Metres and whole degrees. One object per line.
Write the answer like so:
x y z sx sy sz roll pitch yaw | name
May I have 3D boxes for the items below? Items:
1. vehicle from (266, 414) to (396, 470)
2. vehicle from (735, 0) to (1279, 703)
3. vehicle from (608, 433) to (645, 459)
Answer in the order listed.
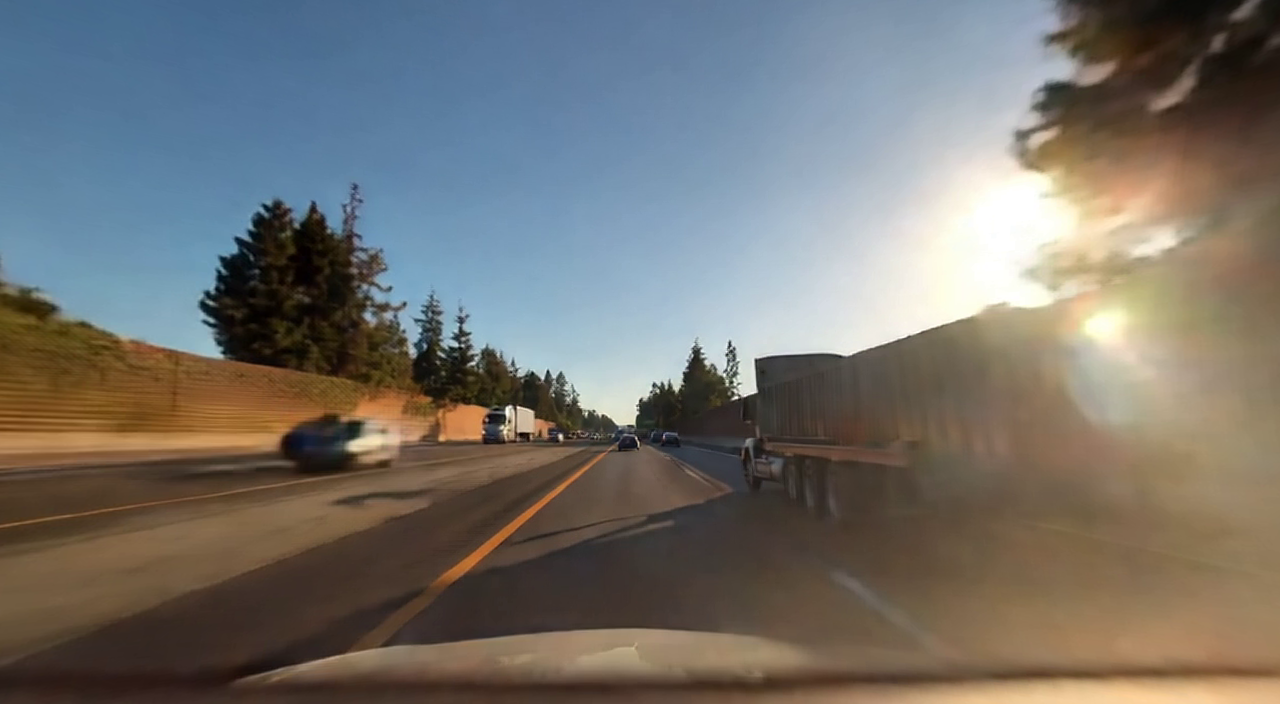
-9.480 2.808 19.777 2.019 1.536 4.191 0 -8 -1 | vehicle
4.228 0.594 9.929 2.953 4.045 13.843 0 -8 -1 | vehicle
-0.811 5.755 38.812 2.119 1.480 4.000 0 -8 -1 | vehicle
